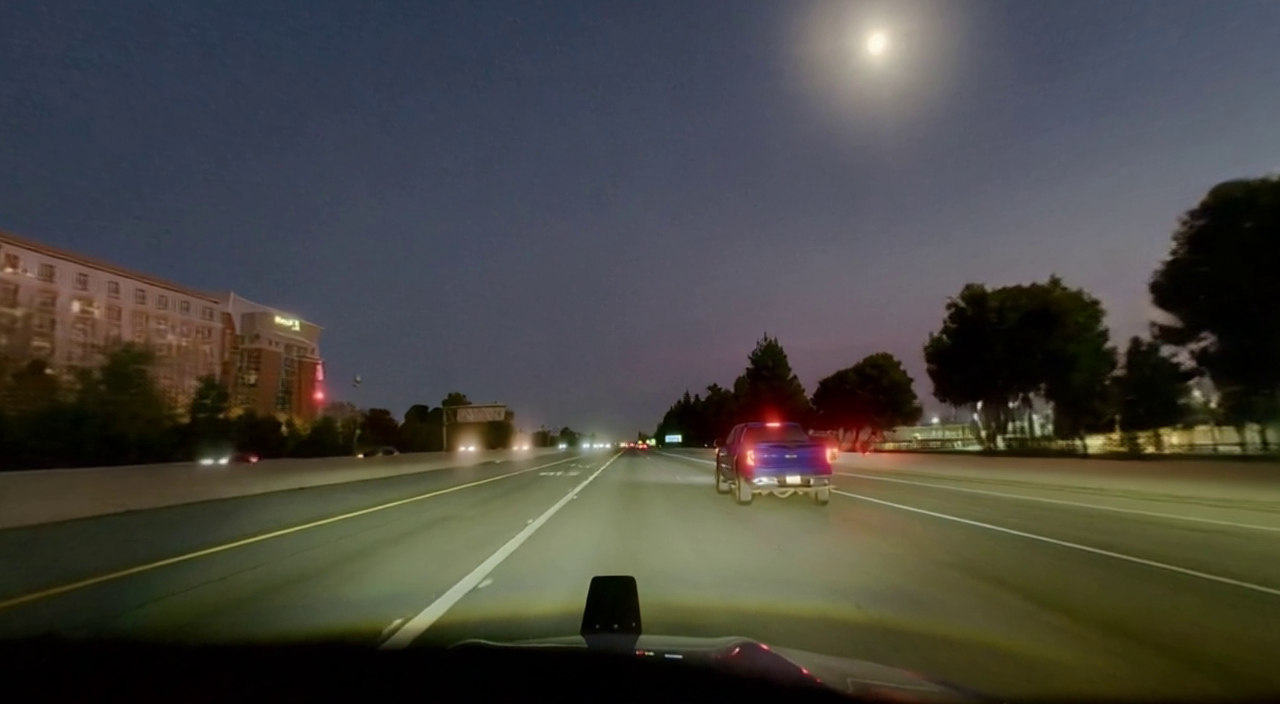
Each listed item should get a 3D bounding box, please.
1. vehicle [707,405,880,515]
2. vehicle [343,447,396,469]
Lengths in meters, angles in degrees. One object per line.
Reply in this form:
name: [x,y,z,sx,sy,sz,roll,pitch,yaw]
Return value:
vehicle: [3.073,2.334,13.980,2.462,1.984,4.718,0,-9,-2]
vehicle: [-19.731,7.744,46.329,1.853,1.477,4.546,-1,-9,0]
